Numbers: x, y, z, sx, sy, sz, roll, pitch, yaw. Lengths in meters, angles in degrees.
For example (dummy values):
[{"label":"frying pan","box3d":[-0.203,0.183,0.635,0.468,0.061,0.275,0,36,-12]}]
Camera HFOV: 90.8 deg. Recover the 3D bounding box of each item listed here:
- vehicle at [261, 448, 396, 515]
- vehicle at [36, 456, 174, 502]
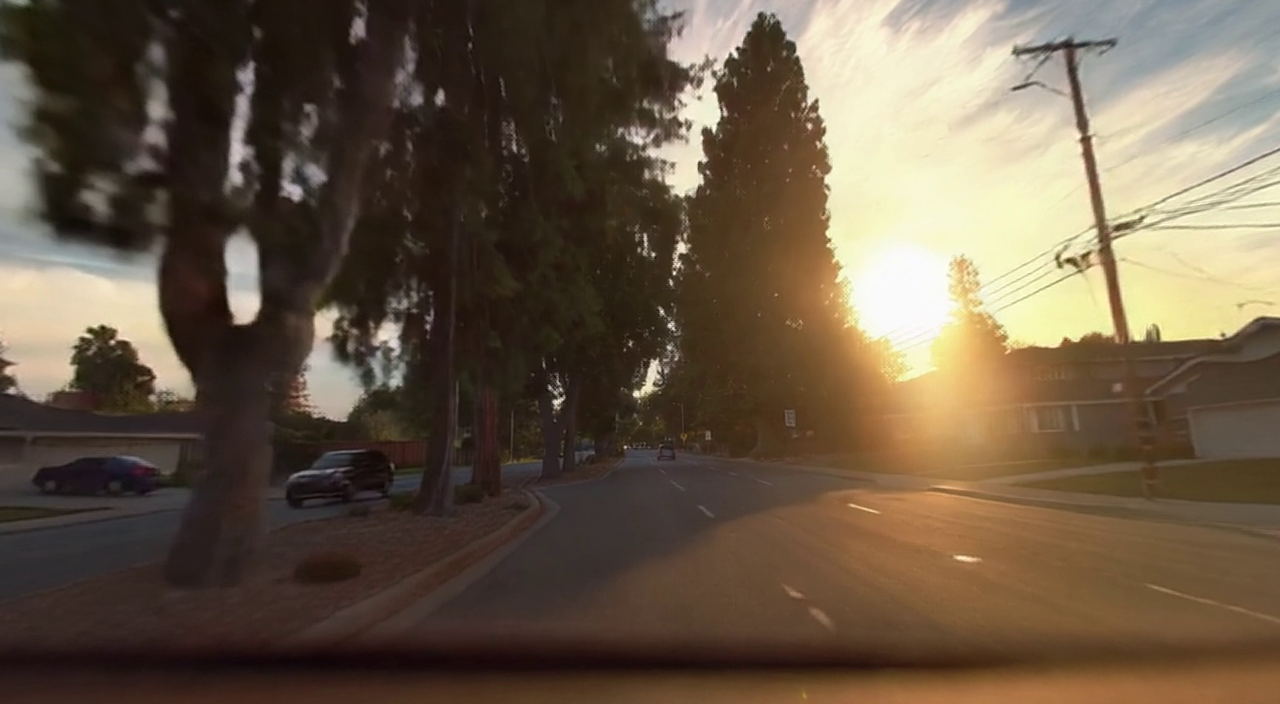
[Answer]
[{"label":"vehicle","box3d":[-8.960,3.707,18.686,1.964,1.722,4.403,0,-9,-4]},{"label":"vehicle","box3d":[-21.838,5.150,26.079,1.860,1.663,4.418,0,-9,-1]}]
